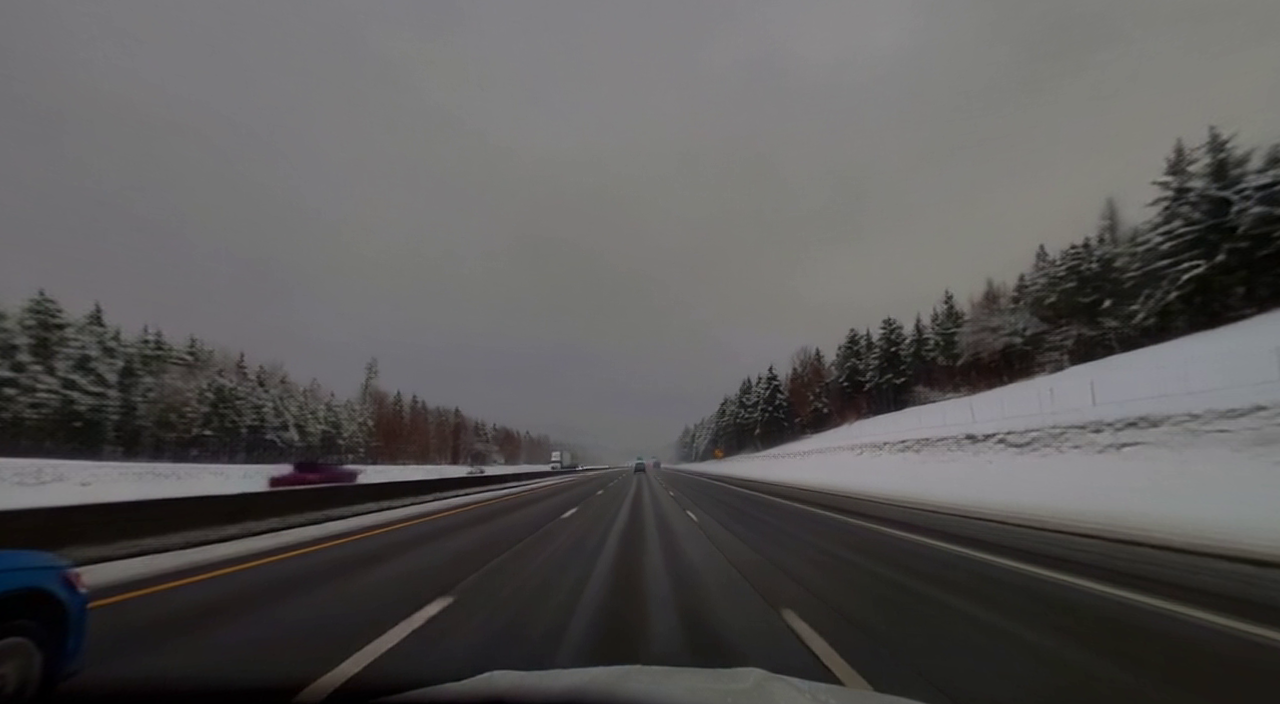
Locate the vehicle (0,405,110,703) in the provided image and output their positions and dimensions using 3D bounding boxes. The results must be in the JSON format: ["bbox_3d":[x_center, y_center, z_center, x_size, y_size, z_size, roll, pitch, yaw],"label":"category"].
[{"bbox_3d":[-3.252,0.598,0.363,2.016,1.506,4.387,1,-11,0],"label":"vehicle"}]

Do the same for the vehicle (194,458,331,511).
[{"bbox_3d":[-11.779,4.155,20.058,1.801,1.457,4.100,1,-10,0],"label":"vehicle"}]
